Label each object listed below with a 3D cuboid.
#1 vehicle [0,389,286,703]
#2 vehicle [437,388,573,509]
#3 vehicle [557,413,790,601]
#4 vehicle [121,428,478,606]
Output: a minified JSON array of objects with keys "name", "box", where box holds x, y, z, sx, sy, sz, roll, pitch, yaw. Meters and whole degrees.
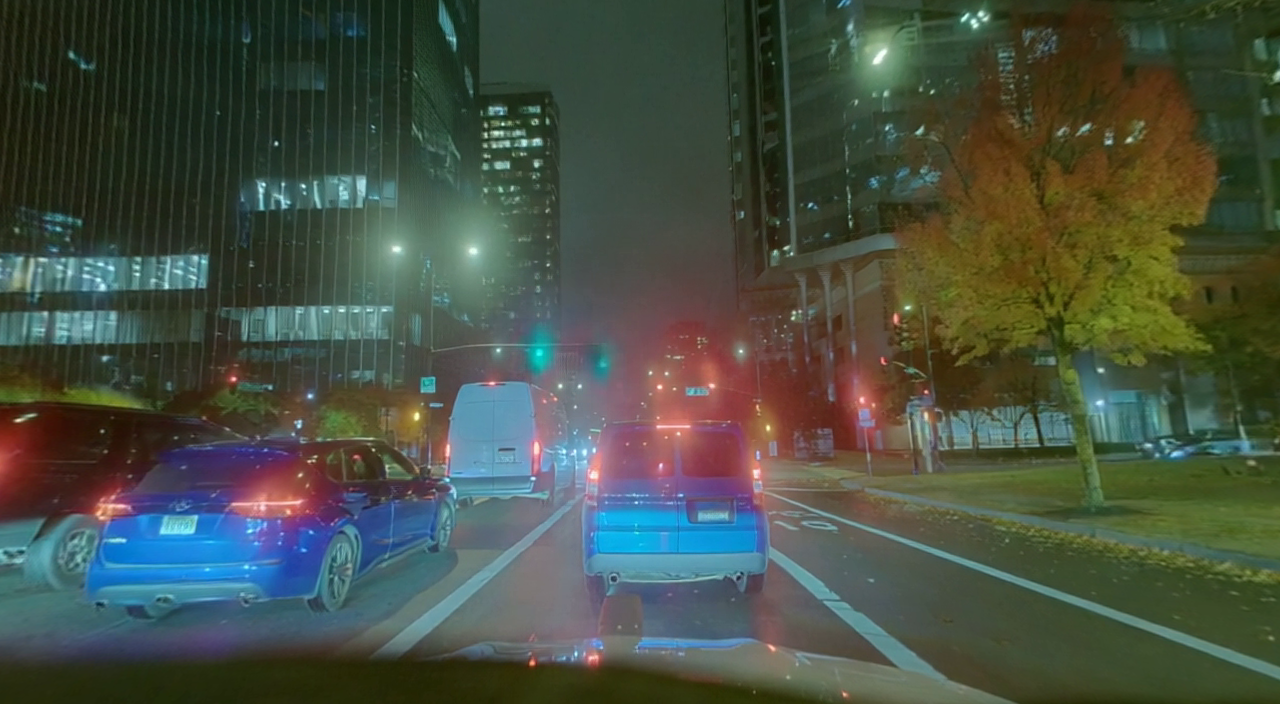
[{"name":"vehicle","box":[-2.899,0.814,1.522,1.893,1.491,3.798,0,-9,-1]},{"name":"vehicle","box":[-3.251,2.546,16.603,2.343,2.635,5.684,0,-9,0]},{"name":"vehicle","box":[0.202,1.597,7.216,1.979,1.562,3.630,0,-9,-3]},{"name":"vehicle","box":[-3.485,1.756,7.569,1.955,1.499,4.223,0,-9,0]}]
